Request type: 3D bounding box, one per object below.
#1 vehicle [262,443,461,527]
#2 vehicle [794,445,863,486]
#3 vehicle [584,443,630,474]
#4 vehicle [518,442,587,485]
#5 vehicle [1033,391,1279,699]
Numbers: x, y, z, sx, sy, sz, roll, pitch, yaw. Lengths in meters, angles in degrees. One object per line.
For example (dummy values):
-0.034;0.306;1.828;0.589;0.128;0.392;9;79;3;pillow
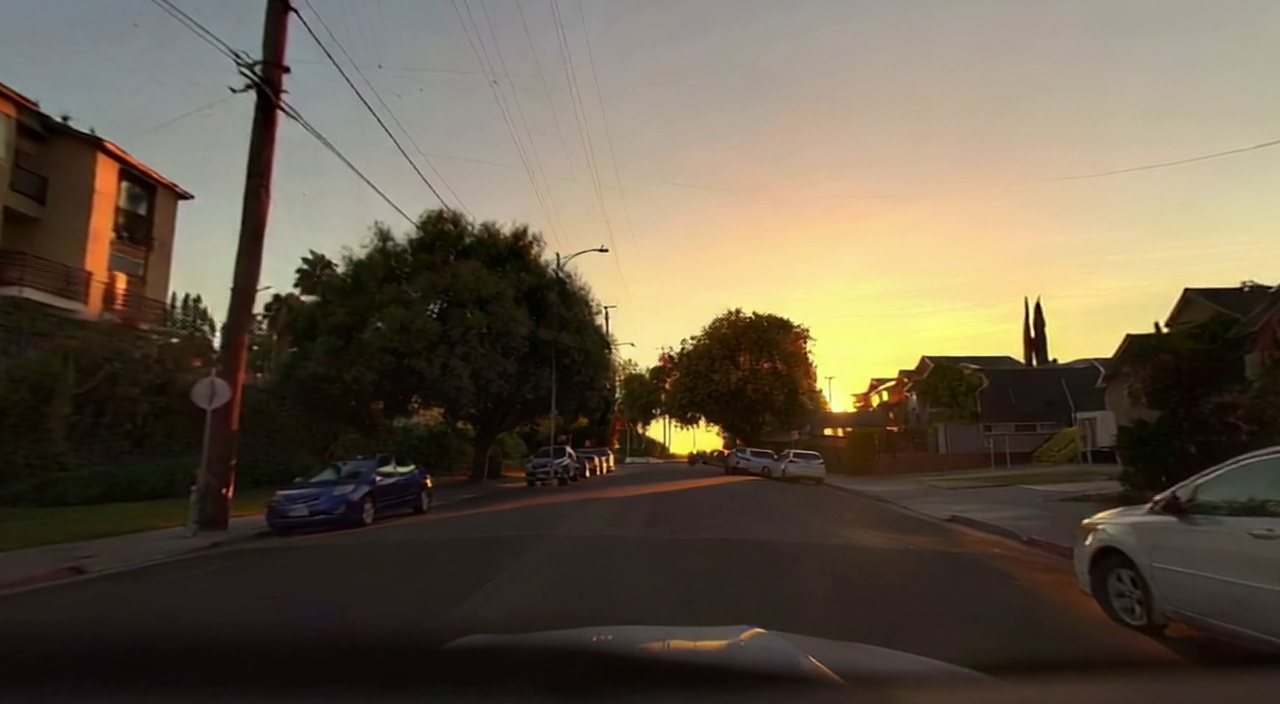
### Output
-6.178;3.032;14.811;2.017;1.582;4.664;-3;-10;9;vehicle
7.662;4.607;26.073;1.964;1.515;4.055;-1;-8;6;vehicle
-2.131;7.121;42.081;1.953;1.699;4.234;-9;-11;9;vehicle
-3.982;5.173;29.690;2.011;1.801;4.676;-1;-8;7;vehicle
4.633;1.092;3.692;2.180;1.677;4.432;-1;-8;6;vehicle
